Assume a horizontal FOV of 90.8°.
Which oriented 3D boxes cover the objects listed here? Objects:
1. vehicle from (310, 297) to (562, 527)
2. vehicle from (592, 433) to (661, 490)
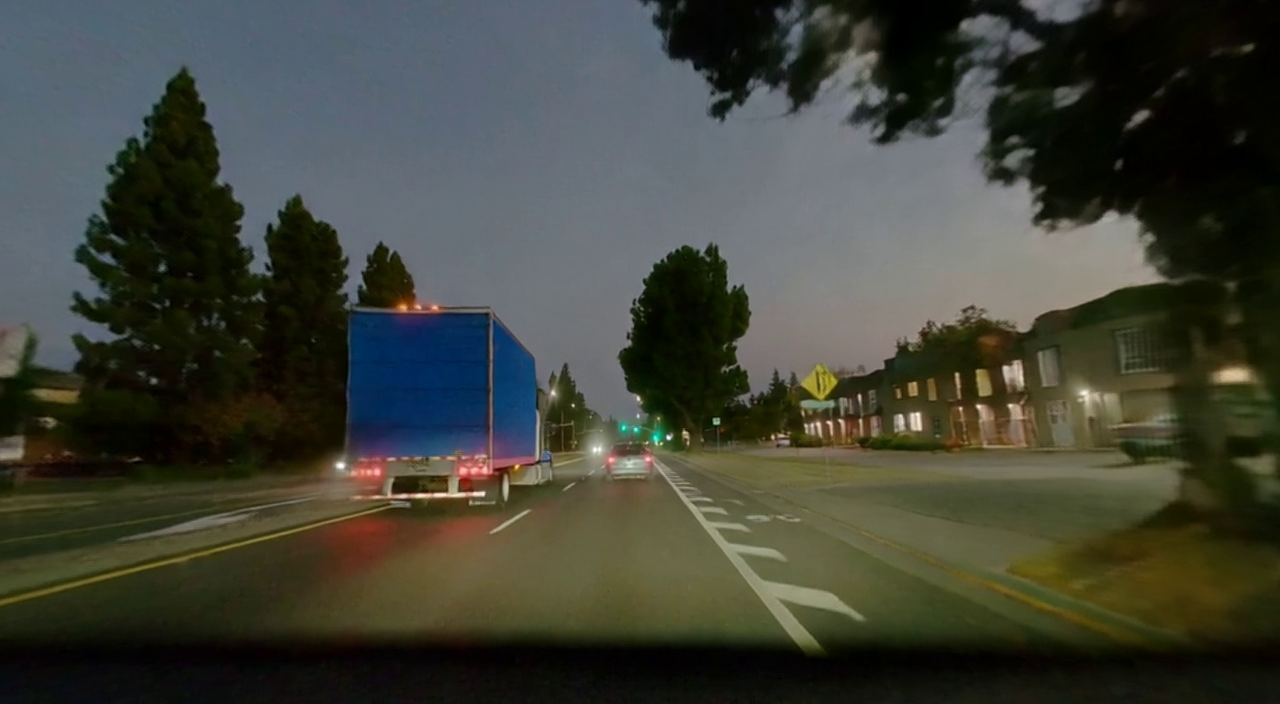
[{"bbox_3d":[-4.062,1.749,15.934,2.996,3.902,10.410,0,-9,-1],"label":"vehicle"},{"bbox_3d":[-0.445,3.600,21.004,2.094,1.682,3.866,0,-9,-1],"label":"vehicle"}]
